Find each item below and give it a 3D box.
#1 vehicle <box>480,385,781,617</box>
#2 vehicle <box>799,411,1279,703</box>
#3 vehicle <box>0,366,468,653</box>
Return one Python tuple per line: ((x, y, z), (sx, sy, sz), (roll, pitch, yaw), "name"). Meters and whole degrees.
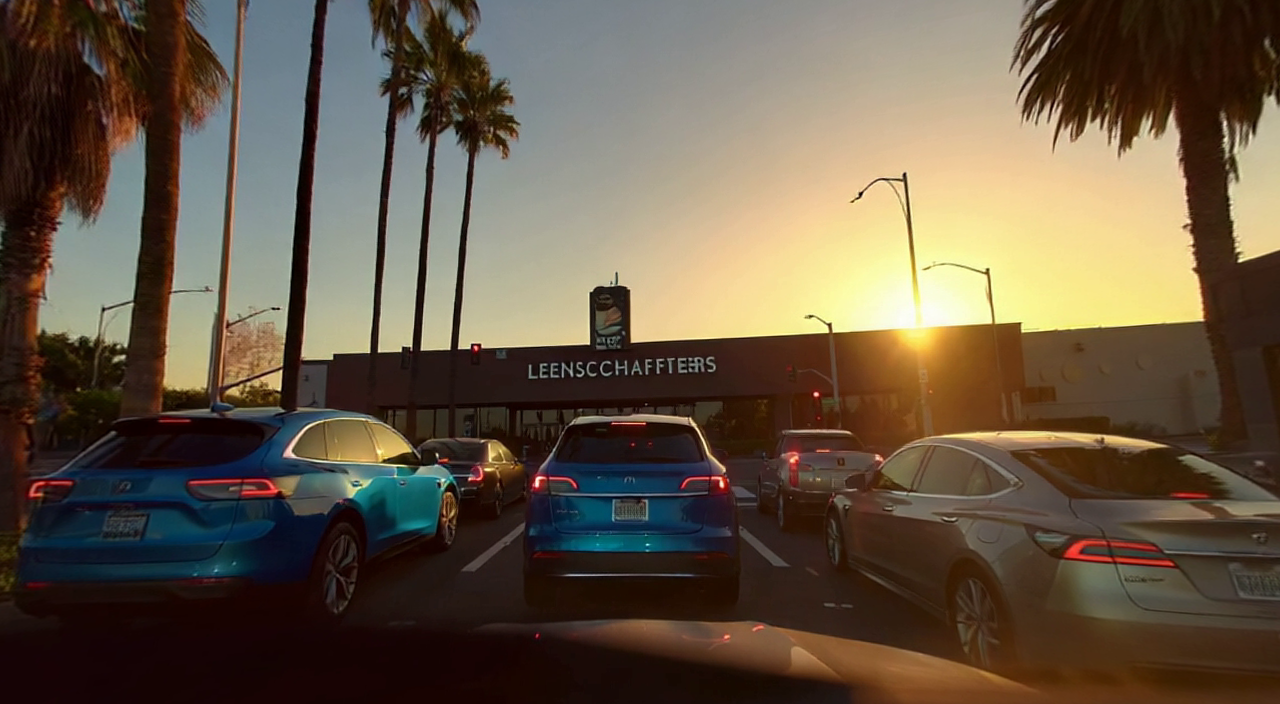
((-0.131, 1.455, 7.063), (2.280, 1.747, 4.361), (0, -8, -2), "vehicle")
((2.966, 1.367, 5.254), (2.017, 1.491, 4.611), (0, -8, -1), "vehicle")
((-3.344, 1.281, 6.127), (2.014, 1.755, 4.360), (0, -8, 1), "vehicle")
